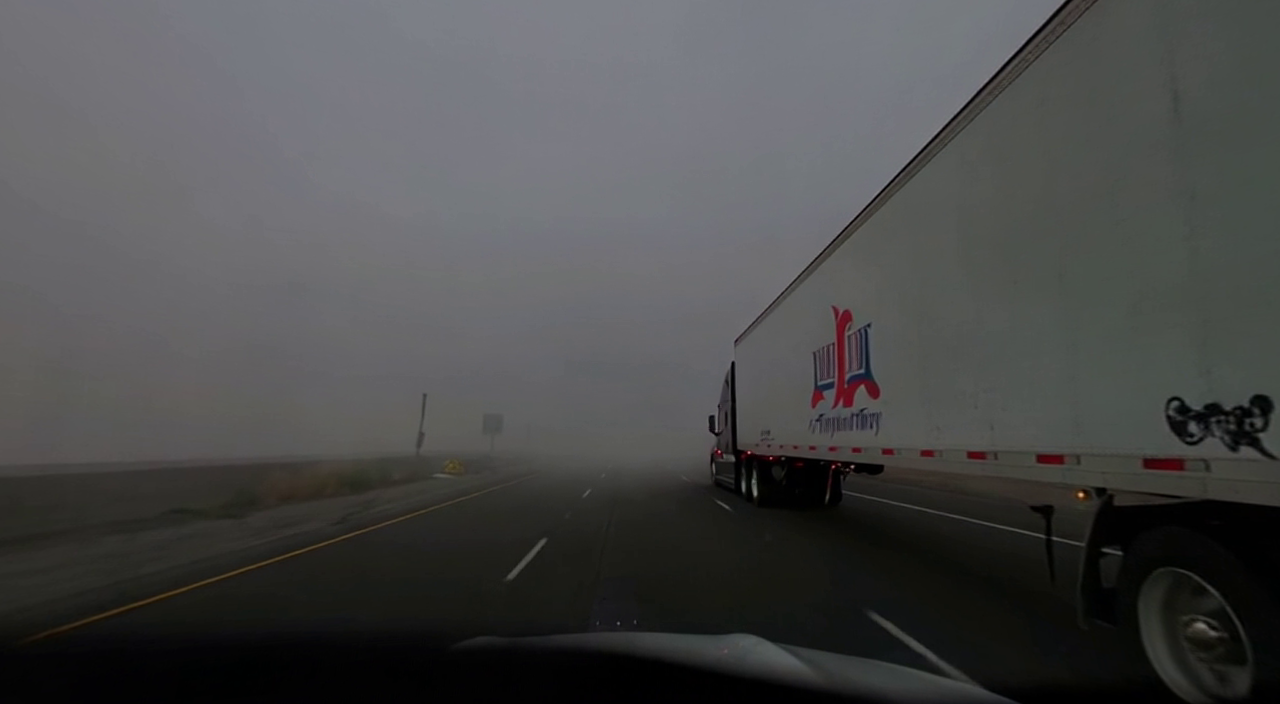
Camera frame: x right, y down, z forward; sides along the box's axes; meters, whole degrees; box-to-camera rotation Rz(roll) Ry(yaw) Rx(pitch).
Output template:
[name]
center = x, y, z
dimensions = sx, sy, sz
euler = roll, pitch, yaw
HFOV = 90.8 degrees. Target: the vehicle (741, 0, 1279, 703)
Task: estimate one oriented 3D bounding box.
[vehicle]
center = 3.914, 0.573, 8.867
dimensions = 2.962, 4.132, 12.720
euler = 0, -8, 0
